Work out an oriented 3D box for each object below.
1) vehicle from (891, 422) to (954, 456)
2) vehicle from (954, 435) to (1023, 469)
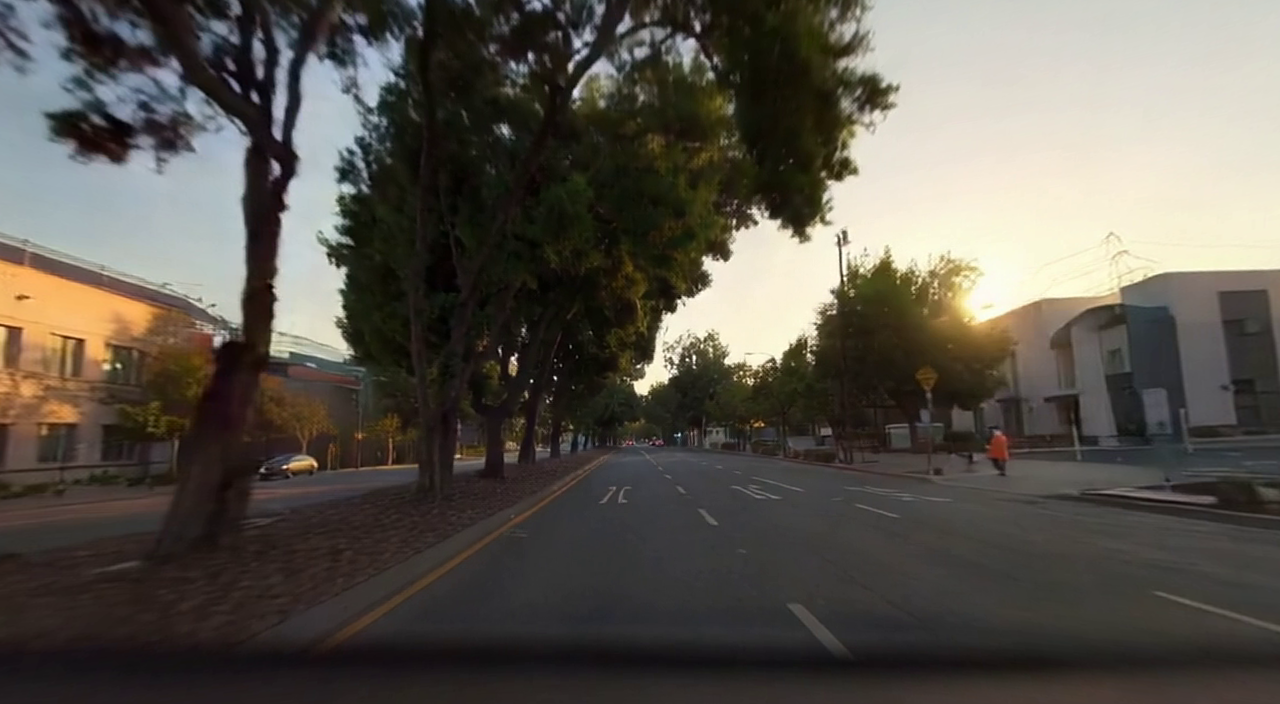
[{"bbox_3d":[22.076,6.854,49.692,2.287,2.462,5.901,0,-8,1],"label":"vehicle"},{"bbox_3d":[16.402,4.676,29.618,1.930,1.449,4.473,-7,-11,39],"label":"vehicle"}]
